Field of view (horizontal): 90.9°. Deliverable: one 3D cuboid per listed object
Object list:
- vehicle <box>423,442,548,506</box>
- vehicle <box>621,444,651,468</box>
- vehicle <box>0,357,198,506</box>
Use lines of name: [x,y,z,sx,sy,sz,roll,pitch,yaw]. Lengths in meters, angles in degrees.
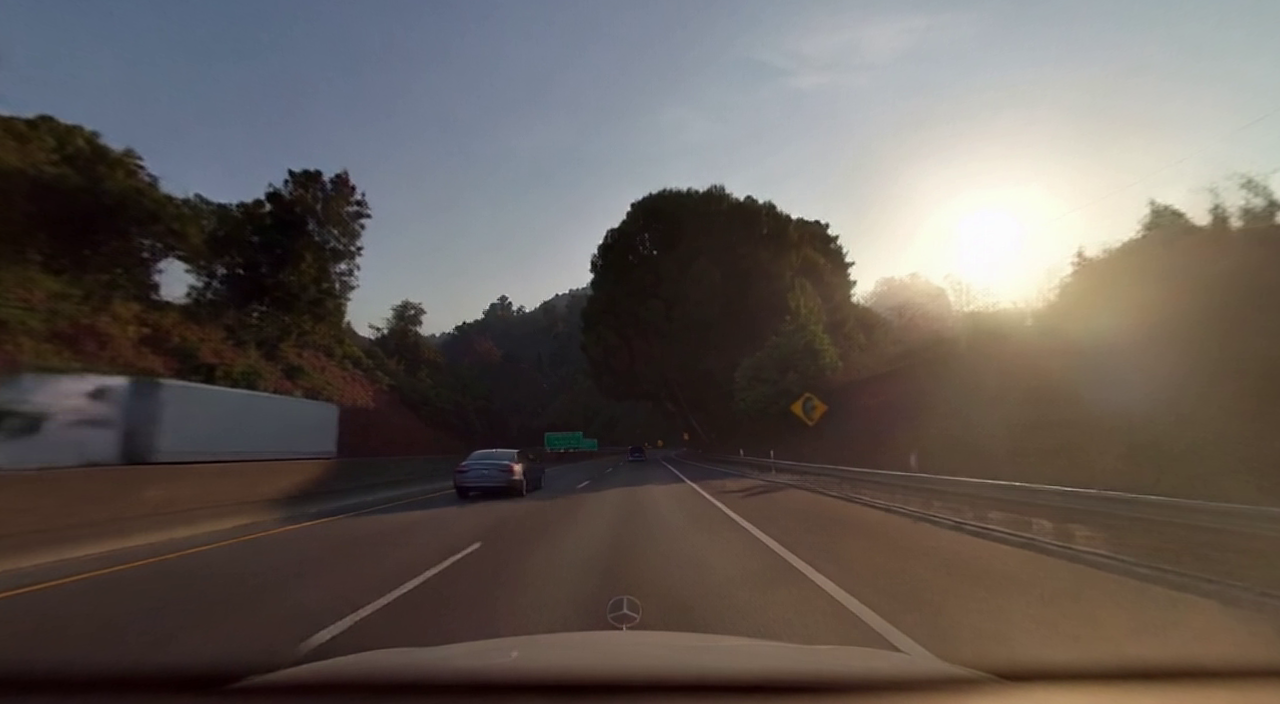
vehicle: [-3.931,3.188,16.984,2.157,1.483,4.601,0,-9,1]
vehicle: [-0.242,7.217,43.789,2.011,1.590,3.607,0,-9,1]
vehicle: [-17.196,2.445,19.086,3.013,3.781,6.029,0,-9,1]
